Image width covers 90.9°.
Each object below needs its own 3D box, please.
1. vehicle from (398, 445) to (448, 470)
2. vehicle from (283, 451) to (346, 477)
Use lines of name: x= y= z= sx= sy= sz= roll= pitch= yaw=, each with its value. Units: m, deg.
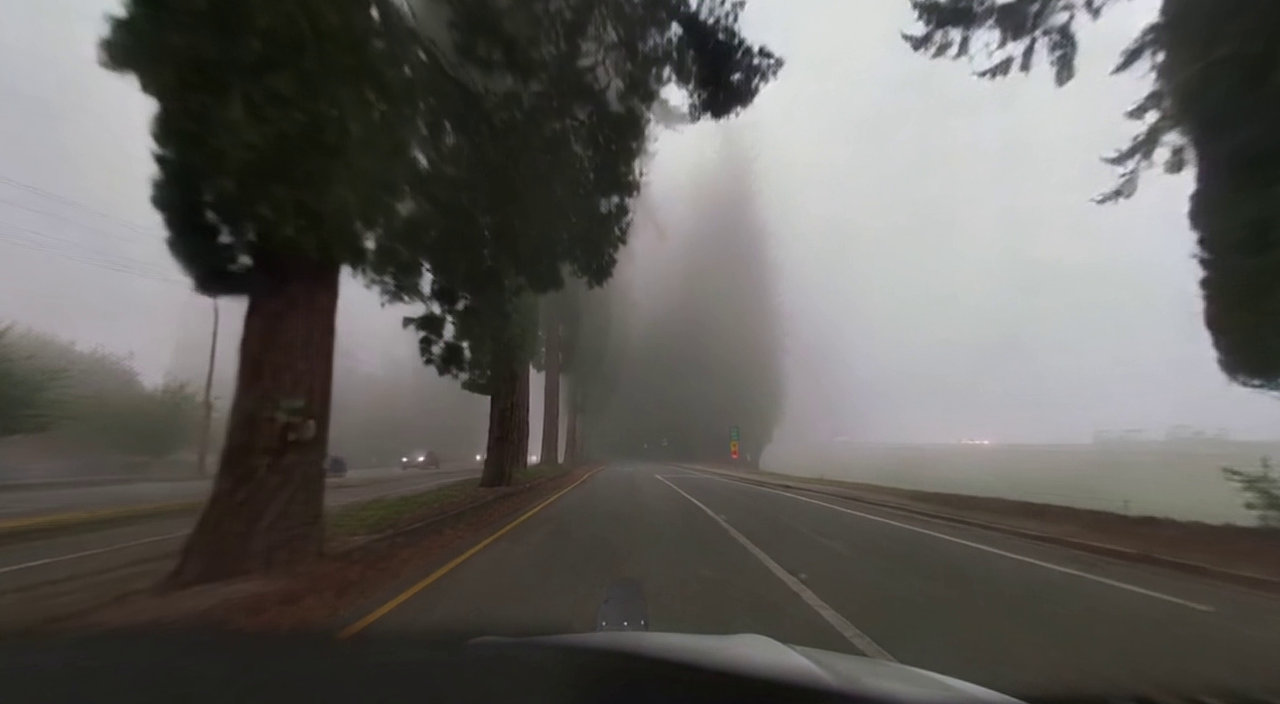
vehicle: x=-16.992 y=8.236 z=49.665 sx=2.064 sy=1.844 sz=4.845 roll=-1 pitch=-8 yaw=2
vehicle: x=-20.116 y=6.895 z=39.077 sx=1.844 sy=1.461 sz=3.788 roll=0 pitch=-8 yaw=0
